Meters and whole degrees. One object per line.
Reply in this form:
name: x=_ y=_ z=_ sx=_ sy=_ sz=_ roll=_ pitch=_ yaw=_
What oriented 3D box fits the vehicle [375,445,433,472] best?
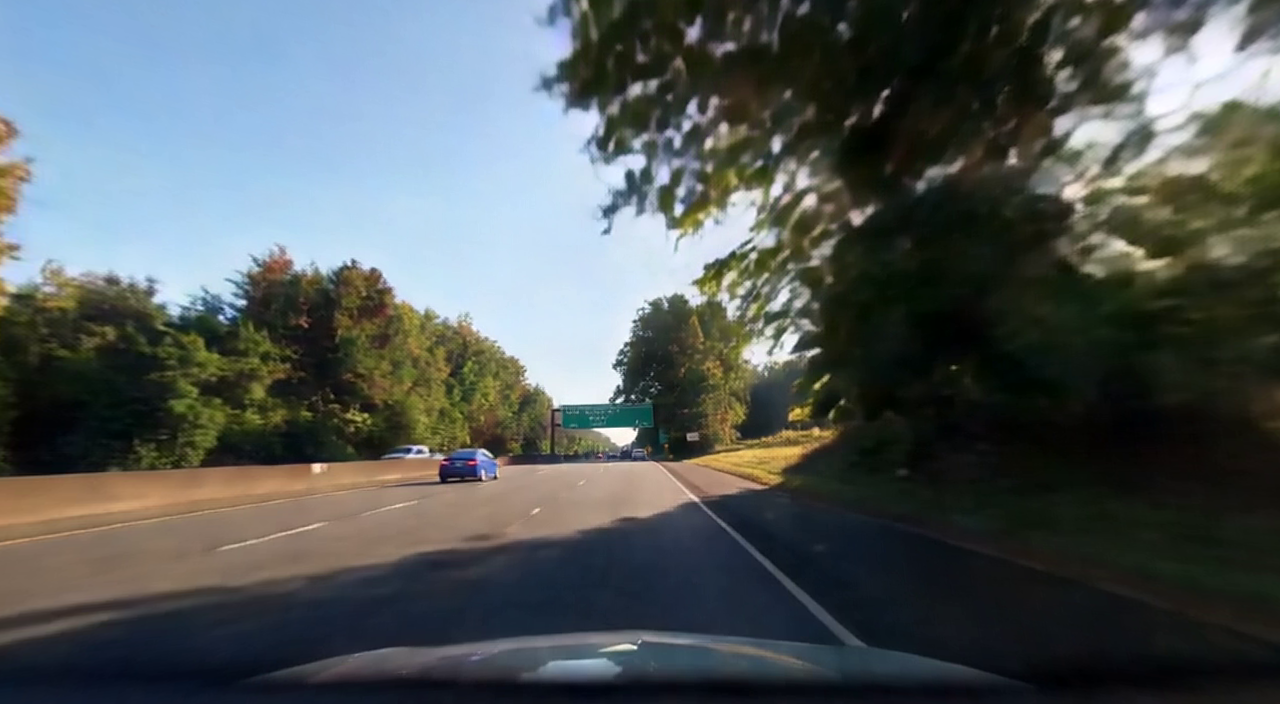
vehicle: x=-18.170 y=8.224 z=48.762 sx=2.307 sy=1.965 sz=5.330 roll=0 pitch=-9 yaw=1

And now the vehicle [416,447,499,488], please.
vehicle: x=-7.658 y=4.851 z=26.944 sx=2.094 sy=1.579 sz=4.655 roll=0 pitch=-9 yaw=0
